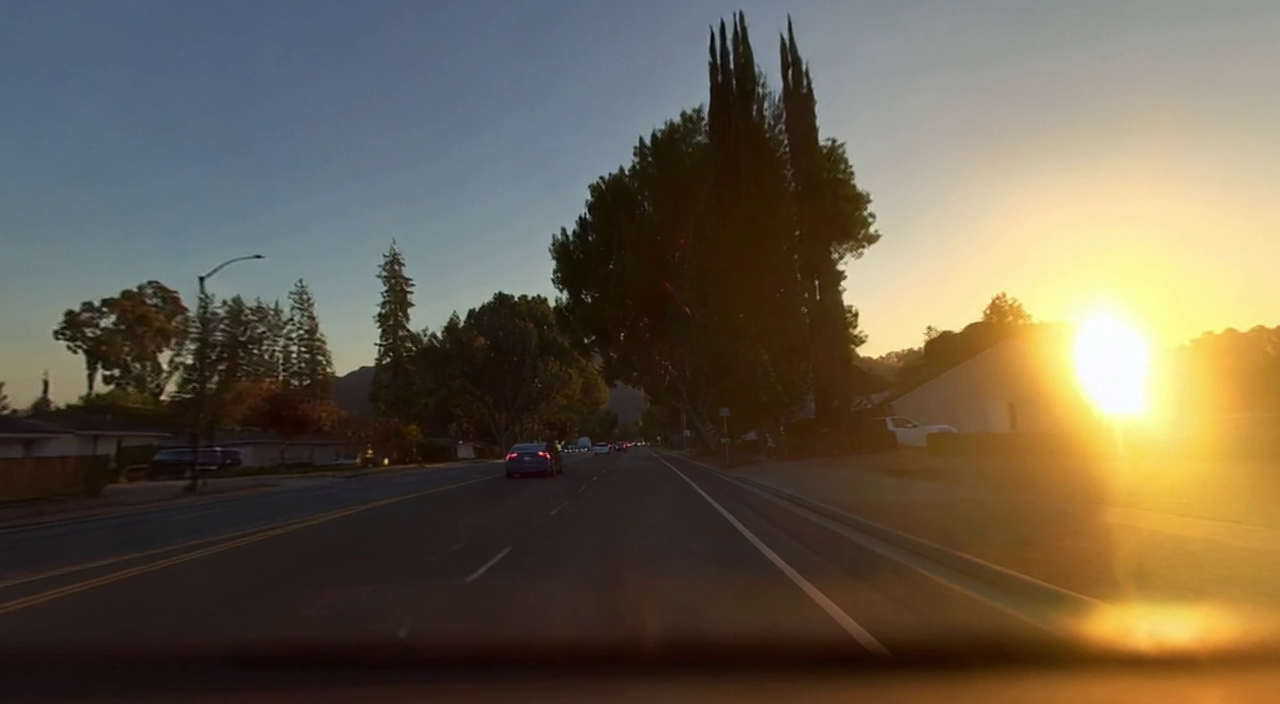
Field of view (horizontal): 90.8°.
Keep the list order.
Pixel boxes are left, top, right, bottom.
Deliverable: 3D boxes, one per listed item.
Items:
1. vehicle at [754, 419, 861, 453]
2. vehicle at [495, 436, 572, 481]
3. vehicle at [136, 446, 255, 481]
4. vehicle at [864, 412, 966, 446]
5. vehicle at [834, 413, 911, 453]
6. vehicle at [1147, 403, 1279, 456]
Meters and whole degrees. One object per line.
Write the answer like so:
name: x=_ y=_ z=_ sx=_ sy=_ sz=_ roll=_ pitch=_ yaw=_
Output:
vehicle: x=10.479 y=5.324 z=39.996 sx=6.098 sy=2.021 sz=2.524 roll=0 pitch=-8 yaw=1
vehicle: x=-3.750 y=3.845 z=23.044 sx=2.030 sy=1.467 sz=4.251 roll=0 pitch=-8 yaw=0
vehicle: x=-24.273 y=6.089 z=34.651 sx=4.922 sy=1.766 sz=1.998 roll=0 pitch=-8 yaw=-4
vehicle: x=15.739 y=4.445 z=36.365 sx=4.858 sy=1.831 sz=2.101 roll=1 pitch=-9 yaw=-2
vehicle: x=10.747 y=3.835 z=29.610 sx=1.908 sy=1.703 sz=4.511 roll=1 pitch=-9 yaw=1
vehicle: x=20.030 y=2.512 z=20.932 sx=4.605 sy=1.480 sz=1.994 roll=-3 pitch=-7 yaw=1
